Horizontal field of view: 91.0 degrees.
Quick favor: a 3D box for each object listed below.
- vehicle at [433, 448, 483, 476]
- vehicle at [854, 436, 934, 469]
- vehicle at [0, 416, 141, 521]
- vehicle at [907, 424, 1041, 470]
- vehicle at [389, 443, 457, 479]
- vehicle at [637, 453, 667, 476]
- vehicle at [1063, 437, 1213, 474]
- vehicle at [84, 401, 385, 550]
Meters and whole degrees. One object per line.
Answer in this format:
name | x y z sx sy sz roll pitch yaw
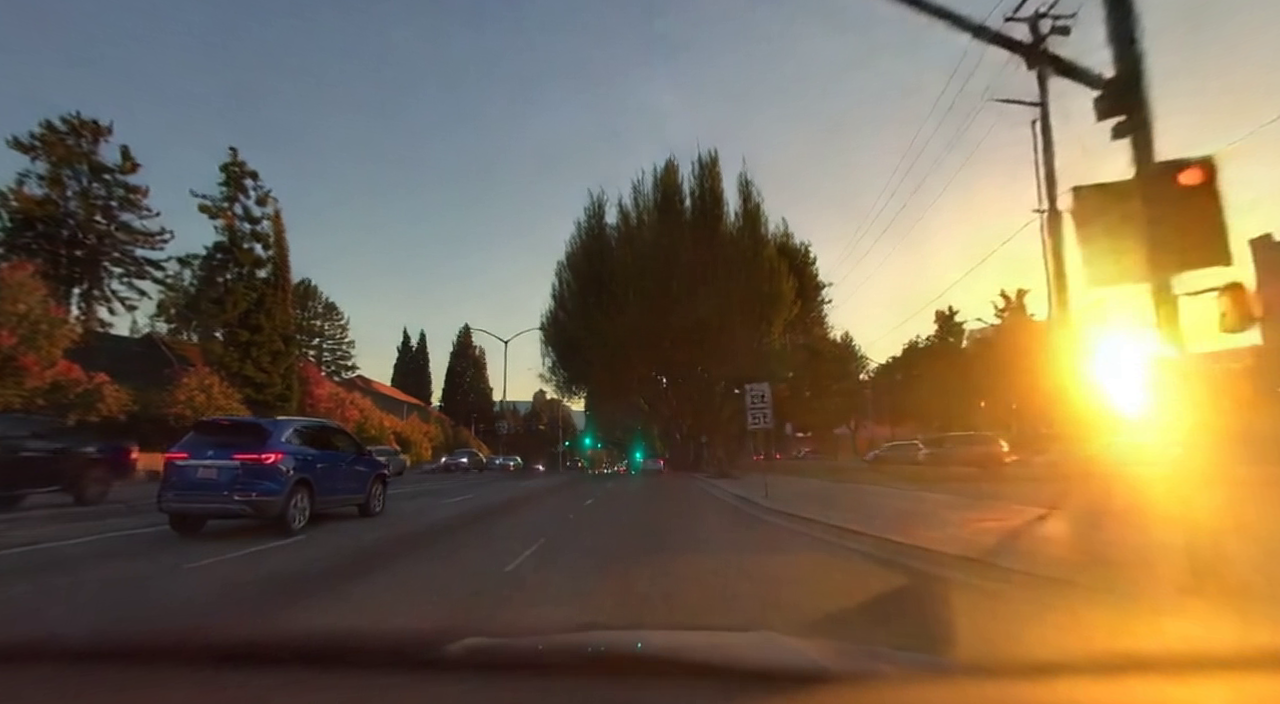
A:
vehicle | -11.932 7.208 41.644 1.953 1.697 4.725 0 -9 -1
vehicle | 12.821 5.092 32.089 1.884 1.522 4.642 1 -9 -4
vehicle | -12.107 2.017 10.923 2.167 1.799 5.682 0 -9 1
vehicle | 13.508 3.912 25.906 1.950 1.697 4.906 3 -9 -15
vehicle | -11.637 5.858 34.084 2.042 1.801 4.378 0 -9 1
vehicle | 0.855 8.240 46.273 2.091 1.494 3.962 0 -9 0
vehicle | 21.914 4.588 28.061 1.933 1.487 5.136 2 -9 -11
vehicle | -6.134 1.918 10.358 2.027 1.908 4.273 0 -9 0
